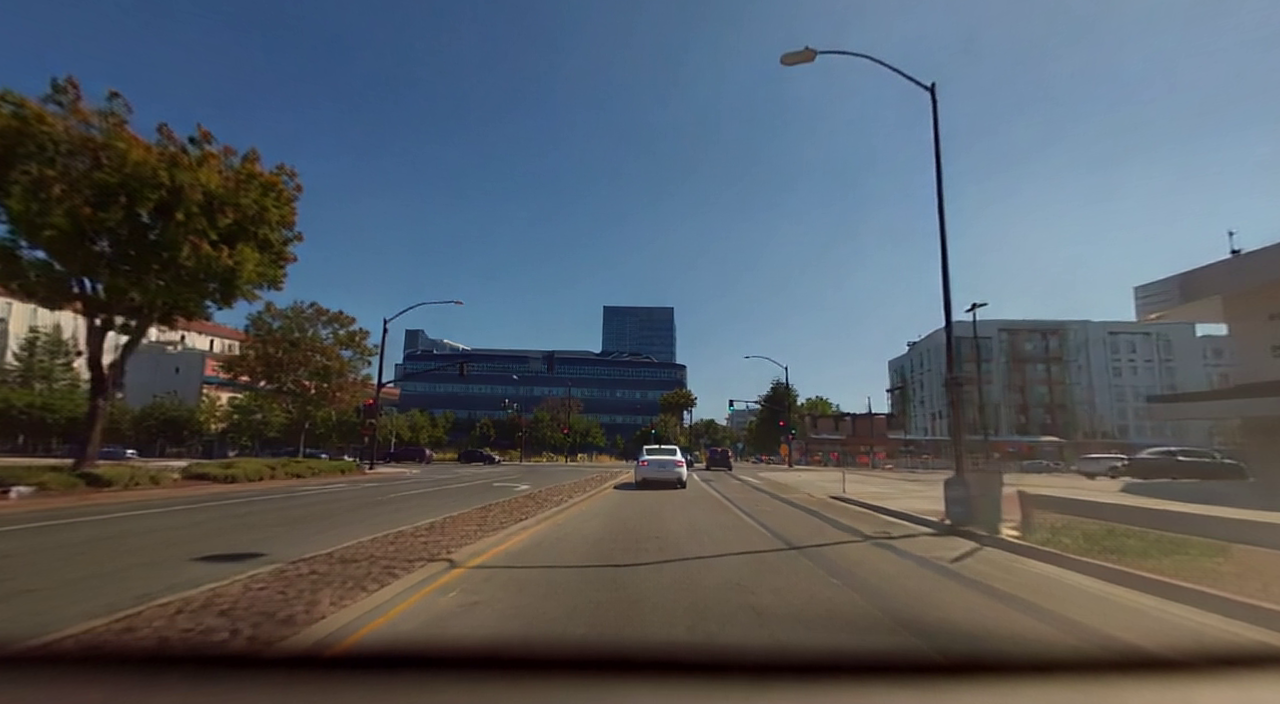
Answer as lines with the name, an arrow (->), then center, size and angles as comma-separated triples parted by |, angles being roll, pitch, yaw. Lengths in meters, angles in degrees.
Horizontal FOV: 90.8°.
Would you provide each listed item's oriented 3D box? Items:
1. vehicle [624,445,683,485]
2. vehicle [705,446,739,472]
vehicle -> 0.643, 4.495, 25.470 | 2.173, 1.479, 4.264 | -1, -9, 4
vehicle -> 6.242, 8.160, 48.539 | 2.092, 1.851, 4.913 | 0, -9, 2
